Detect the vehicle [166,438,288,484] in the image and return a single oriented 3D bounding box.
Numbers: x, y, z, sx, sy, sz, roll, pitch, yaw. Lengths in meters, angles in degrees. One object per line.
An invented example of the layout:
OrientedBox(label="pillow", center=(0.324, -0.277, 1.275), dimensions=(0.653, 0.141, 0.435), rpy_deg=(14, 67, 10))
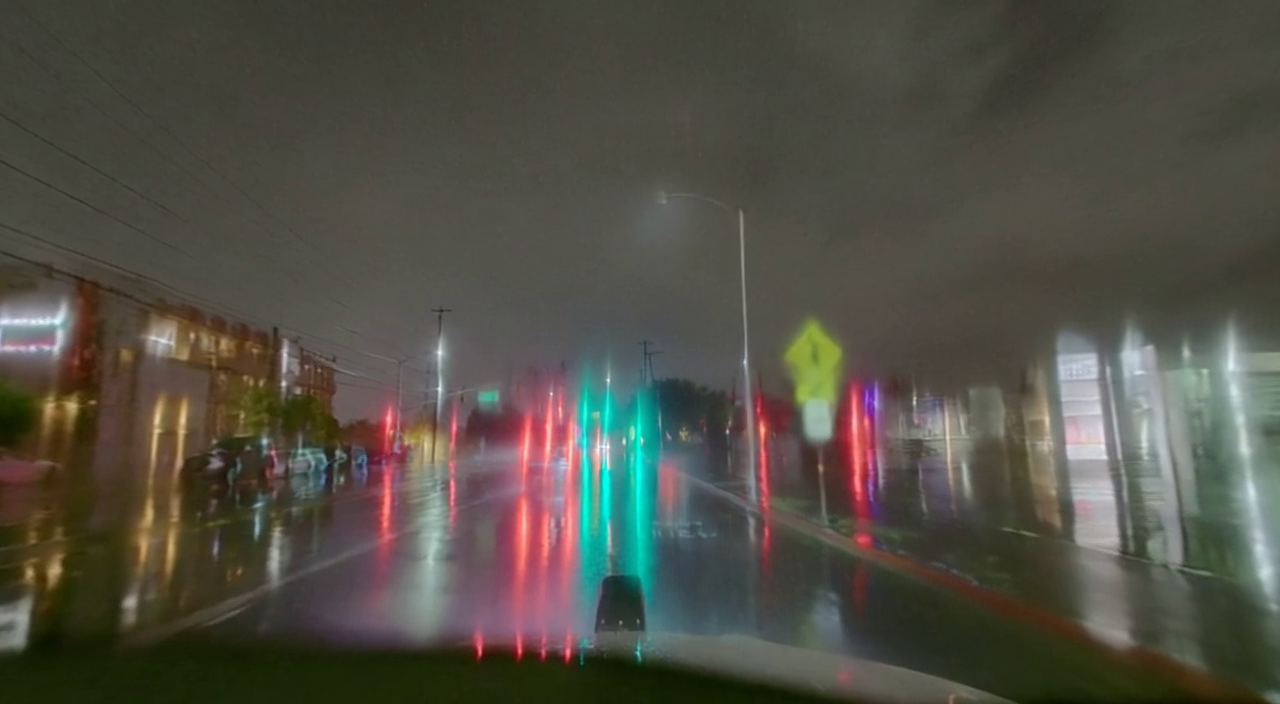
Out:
OrientedBox(label="vehicle", center=(-21.582, 5.691, 33.468), dimensions=(2.369, 2.159, 6.388), rpy_deg=(0, -8, -3))

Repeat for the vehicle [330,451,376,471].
OrientedBox(label="vehicle", center=(-22.553, 8.544, 49.803), dimensions=(1.790, 1.415, 4.450), rpy_deg=(1, -8, -4))

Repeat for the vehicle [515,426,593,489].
OrientedBox(label="vehicle", center=(-2.562, 3.278, 19.868), dimensions=(2.022, 1.757, 4.041), rpy_deg=(0, -8, -2))
